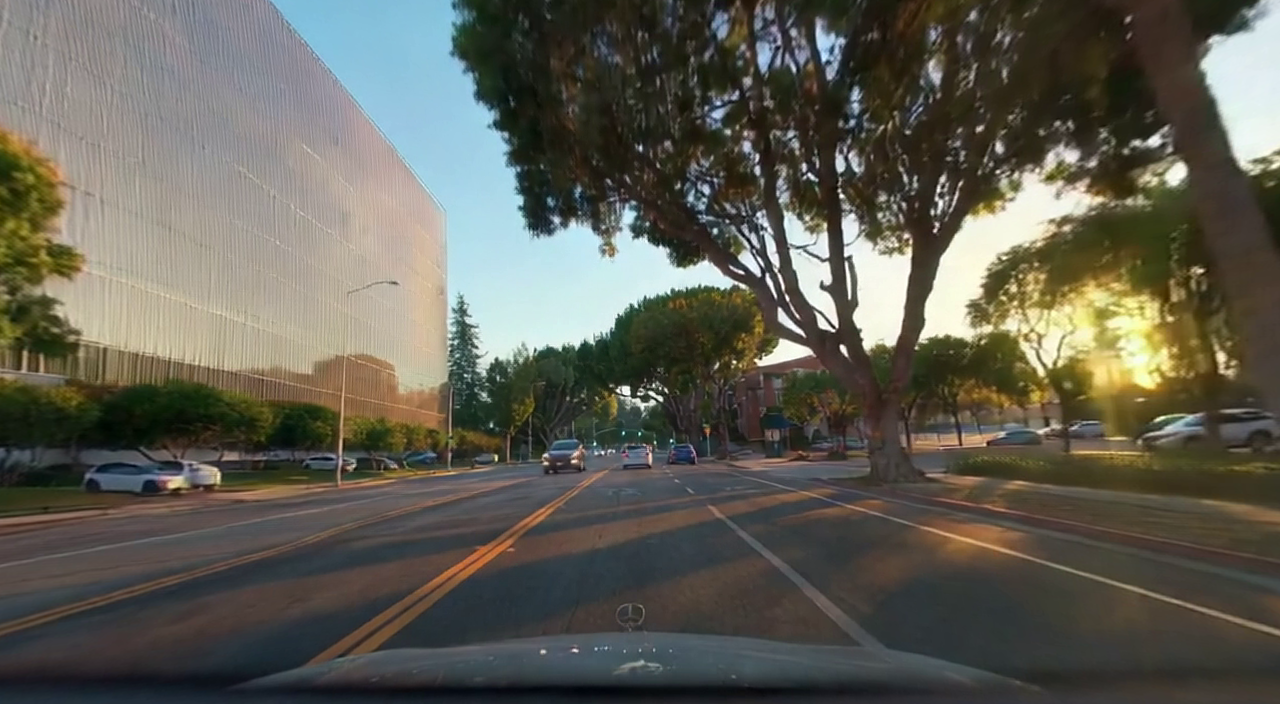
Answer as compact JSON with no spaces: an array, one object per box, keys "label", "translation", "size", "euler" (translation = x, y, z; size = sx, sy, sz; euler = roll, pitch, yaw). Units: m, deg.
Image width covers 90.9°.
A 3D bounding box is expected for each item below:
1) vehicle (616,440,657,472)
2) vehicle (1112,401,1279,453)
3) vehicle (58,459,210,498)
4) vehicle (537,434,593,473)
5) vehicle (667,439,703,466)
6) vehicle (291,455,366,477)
[{"label":"vehicle","translation":[-0.178,5.584,33.978],"size":[2.109,1.612,3.963],"euler":[0,-9,0]},{"label":"vehicle","translation":[20.739,2.791,23.344],"size":[4.632,1.582,2.071],"euler":[-4,-8,4]},{"label":"vehicle","translation":[-21.177,5.294,26.561],"size":[4.568,1.497,1.902],"euler":[1,-9,-7]},{"label":"vehicle","translation":[-3.984,5.522,34.394],"size":[2.301,1.946,5.199],"euler":[0,-9,1]},{"label":"vehicle","translation":[3.176,7.201,45.284],"size":[2.189,1.766,4.495],"euler":[0,-9,0]},{"label":"vehicle","translation":[-22.084,8.096,44.862],"size":[4.243,1.478,2.035],"euler":[1,-9,-5]}]
